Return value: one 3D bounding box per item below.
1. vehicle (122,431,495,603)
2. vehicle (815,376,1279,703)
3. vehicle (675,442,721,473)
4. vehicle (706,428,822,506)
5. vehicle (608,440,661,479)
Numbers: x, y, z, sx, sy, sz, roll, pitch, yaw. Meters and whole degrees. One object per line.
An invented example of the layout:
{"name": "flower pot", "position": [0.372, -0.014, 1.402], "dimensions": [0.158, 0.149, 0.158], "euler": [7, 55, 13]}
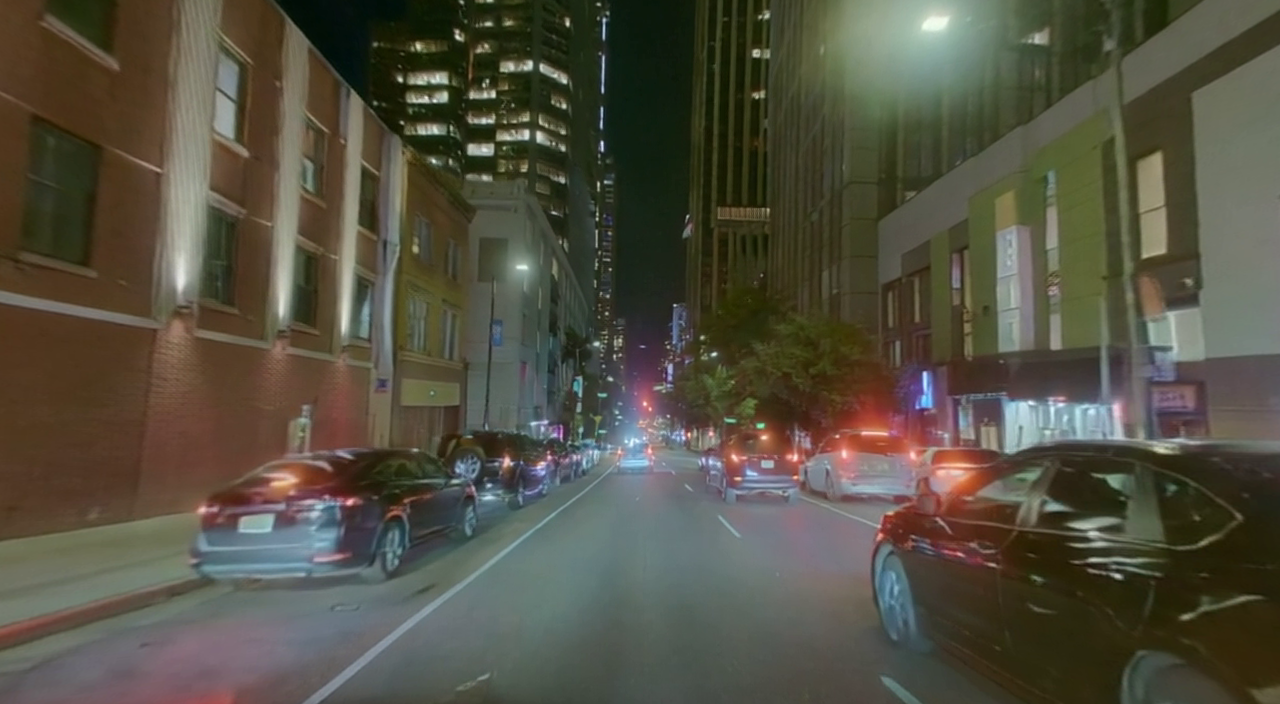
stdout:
{"name": "vehicle", "position": [-3.451, 1.791, 7.909], "dimensions": [1.972, 1.471, 4.795], "euler": [0, -8, 2]}
{"name": "vehicle", "position": [2.462, 1.007, 2.735], "dimensions": [2.080, 1.495, 4.591], "euler": [0, -8, 0]}
{"name": "vehicle", "position": [2.966, 5.544, 33.206], "dimensions": [1.966, 1.475, 4.528], "euler": [0, -8, 0]}
{"name": "vehicle", "position": [2.975, 2.869, 16.147], "dimensions": [2.002, 1.707, 4.547], "euler": [0, -8, 0]}
{"name": "vehicle", "position": [-0.194, 4.385, 25.861], "dimensions": [2.007, 1.460, 3.923], "euler": [0, -8, 0]}
